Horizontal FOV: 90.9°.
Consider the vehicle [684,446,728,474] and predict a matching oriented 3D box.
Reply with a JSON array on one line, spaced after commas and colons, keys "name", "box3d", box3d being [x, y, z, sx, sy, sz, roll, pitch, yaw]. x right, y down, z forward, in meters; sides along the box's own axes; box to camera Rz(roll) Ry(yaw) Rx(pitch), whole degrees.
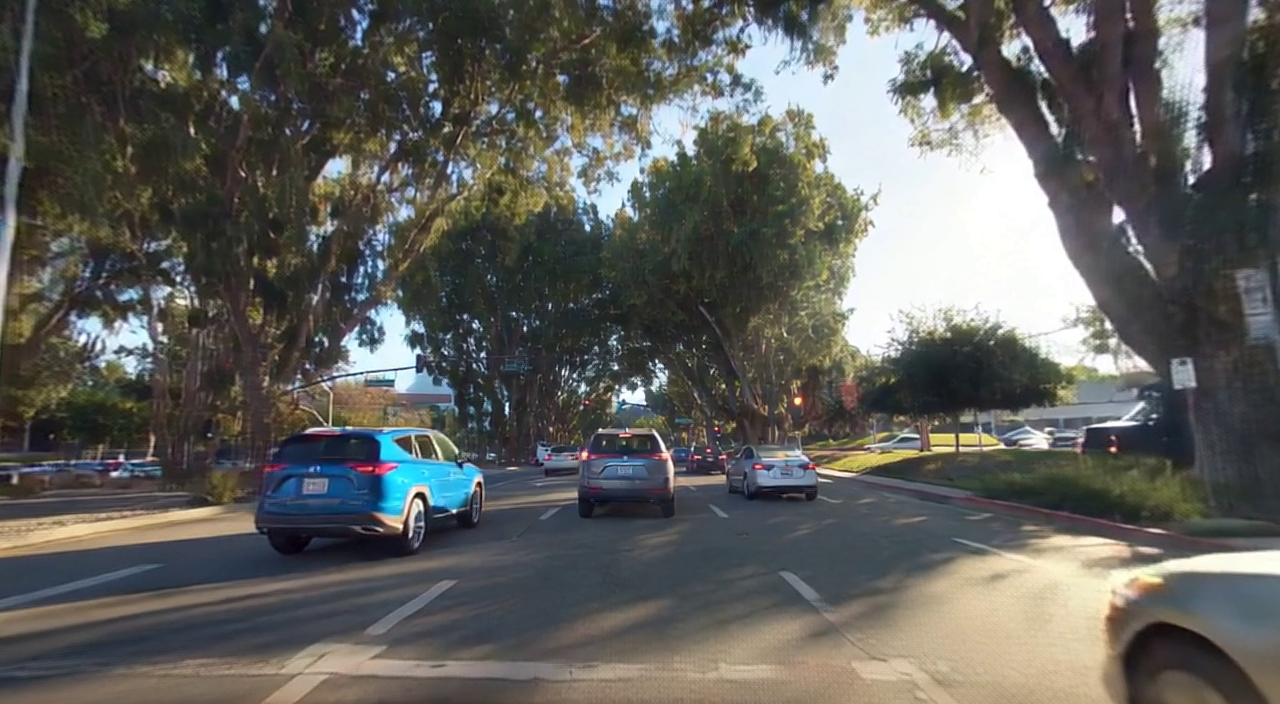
[{"name": "vehicle", "box3d": [3.628, 6.003, 35.305, 1.996, 1.443, 4.270, 0, -8, -1]}]

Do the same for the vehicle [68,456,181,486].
[{"name": "vehicle", "box3d": [-33.990, 7.827, 41.687, 5.352, 1.850, 2.276, 0, -8, -2]}]

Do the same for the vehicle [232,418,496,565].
[{"name": "vehicle", "box3d": [-3.743, 1.957, 9.609, 2.039, 1.709, 4.265, 0, -8, 1]}]

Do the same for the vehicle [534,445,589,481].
[{"name": "vehicle", "box3d": [-3.456, 4.953, 28.496, 1.897, 1.479, 4.204, 0, -8, 1]}]

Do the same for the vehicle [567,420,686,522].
[{"name": "vehicle", "box3d": [-0.242, 2.474, 13.647, 2.132, 1.816, 4.471, 0, -8, 0]}]

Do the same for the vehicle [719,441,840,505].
[{"name": "vehicle", "box3d": [3.640, 3.237, 17.416, 2.036, 1.480, 4.659, 0, -8, -3]}]

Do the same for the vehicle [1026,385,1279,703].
[{"name": "vehicle", "box3d": [2.996, 0.706, 0.991, 1.976, 1.491, 4.427, 0, -8, 0]}]
